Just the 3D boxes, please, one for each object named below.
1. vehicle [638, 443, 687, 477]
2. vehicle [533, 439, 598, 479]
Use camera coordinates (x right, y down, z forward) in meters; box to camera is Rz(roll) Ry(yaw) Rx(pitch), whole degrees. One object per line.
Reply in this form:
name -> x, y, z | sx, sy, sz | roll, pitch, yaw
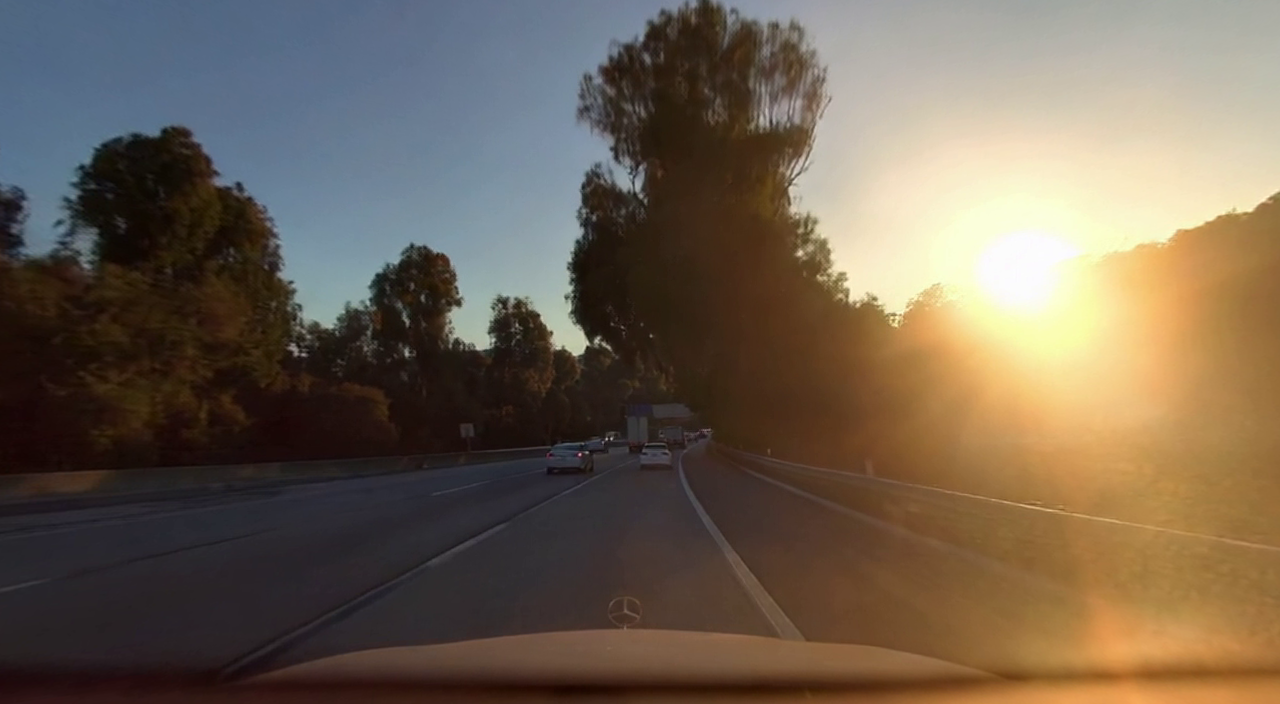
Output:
vehicle -> 0.988, 4.676, 27.601 | 1.984, 1.365, 3.767 | 0, -9, 2
vehicle -> -3.026, 4.488, 26.684 | 1.916, 1.486, 4.631 | 0, -9, 4
